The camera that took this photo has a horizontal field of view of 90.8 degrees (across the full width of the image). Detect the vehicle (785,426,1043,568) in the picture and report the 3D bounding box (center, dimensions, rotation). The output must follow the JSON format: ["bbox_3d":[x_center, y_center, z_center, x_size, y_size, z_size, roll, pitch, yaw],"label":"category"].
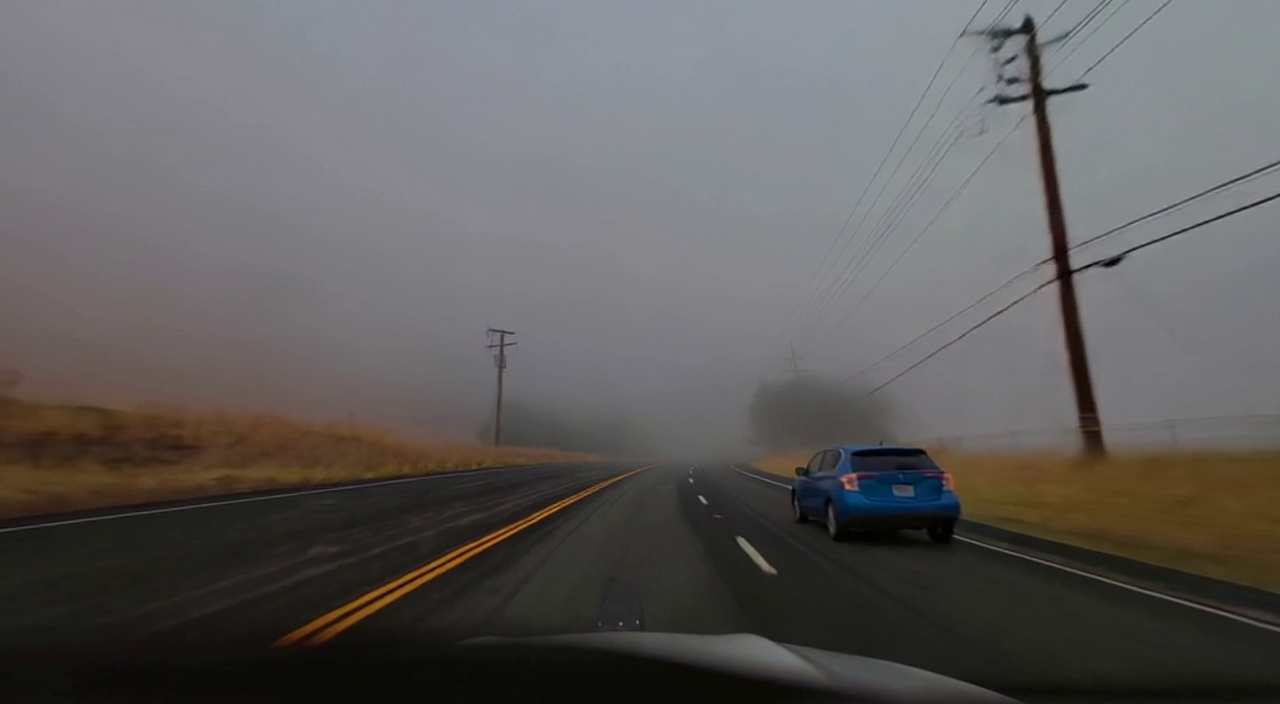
[{"bbox_3d":[3.819,2.088,9.827,2.135,1.692,4.185,0,-9,0],"label":"vehicle"}]
